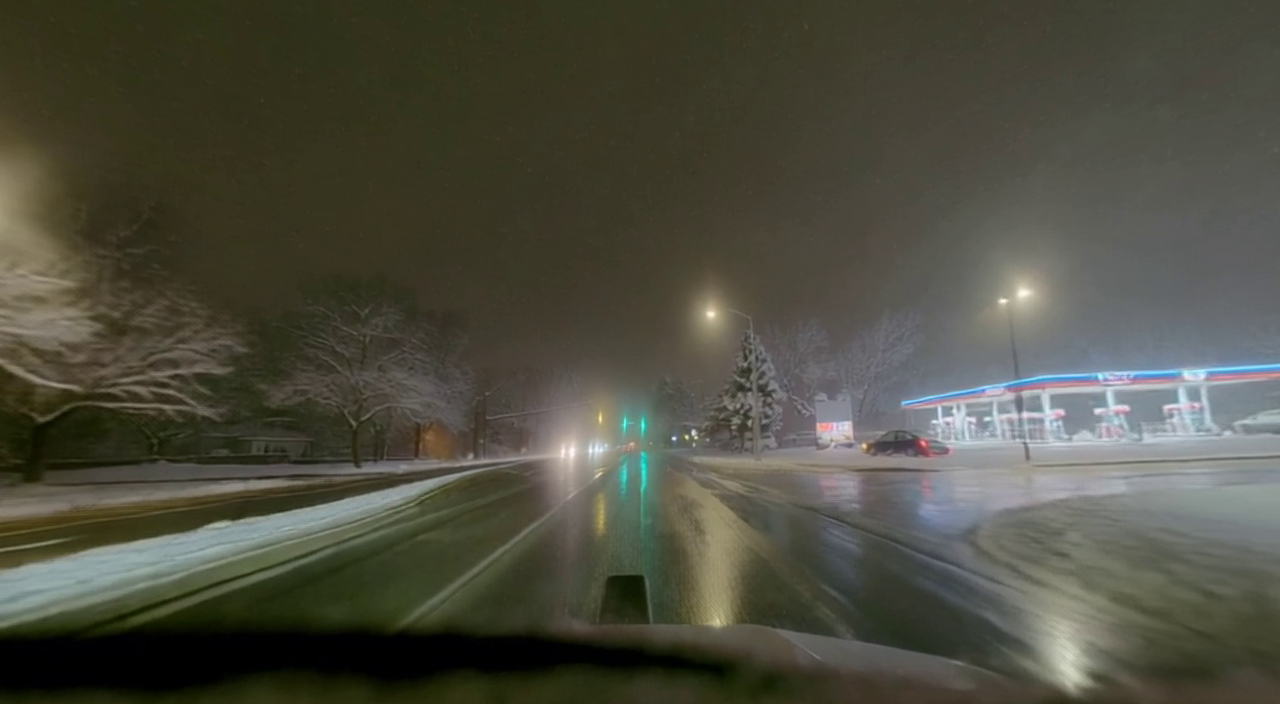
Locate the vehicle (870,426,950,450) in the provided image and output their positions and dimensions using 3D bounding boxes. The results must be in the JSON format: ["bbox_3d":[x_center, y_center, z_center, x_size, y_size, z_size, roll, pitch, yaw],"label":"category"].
[{"bbox_3d":[18.357,5.882,42.886,4.812,1.567,2.123,-4,-9,24],"label":"vehicle"}]
